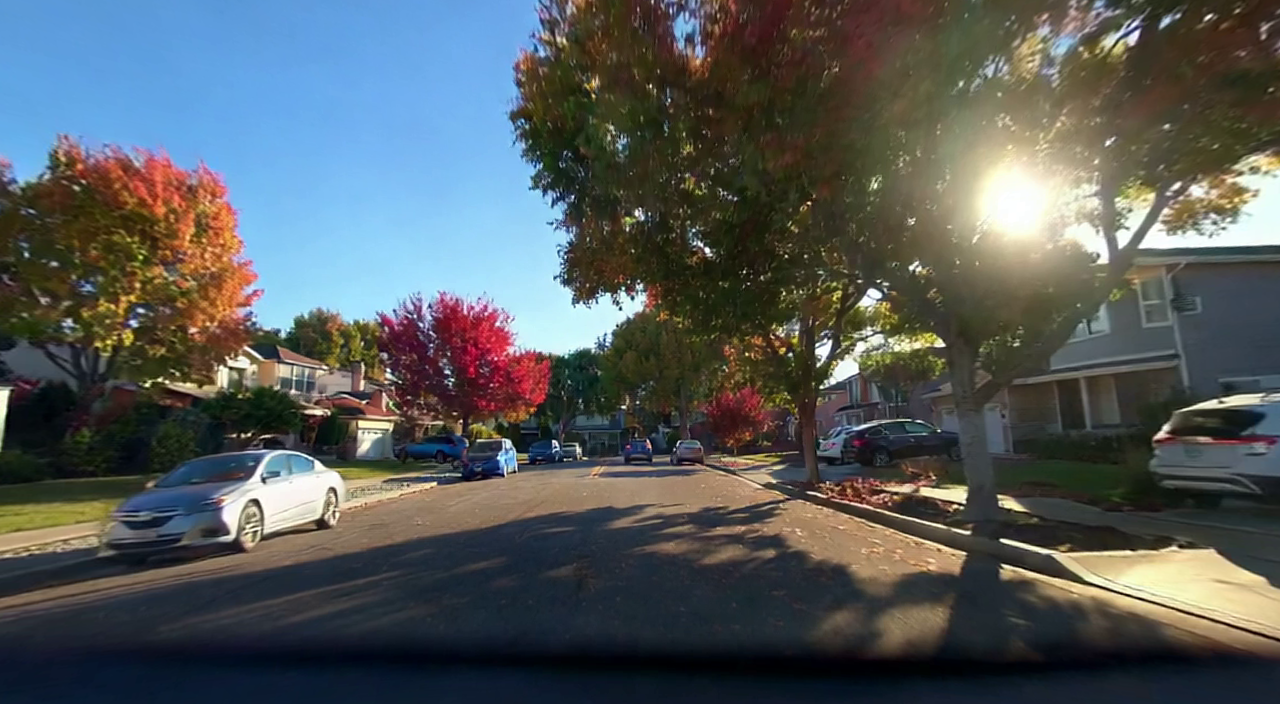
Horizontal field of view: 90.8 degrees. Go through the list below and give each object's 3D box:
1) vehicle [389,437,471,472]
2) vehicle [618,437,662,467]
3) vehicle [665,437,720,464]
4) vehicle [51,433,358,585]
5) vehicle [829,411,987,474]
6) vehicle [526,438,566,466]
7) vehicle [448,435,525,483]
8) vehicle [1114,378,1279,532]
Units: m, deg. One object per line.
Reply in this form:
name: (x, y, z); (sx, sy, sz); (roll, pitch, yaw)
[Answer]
vehicle: (-12.953, 6.337, 39.149); (4.461, 1.717, 1.936); (-4, -7, -5)
vehicle: (-0.080, 5.273, 33.494); (2.192, 1.474, 4.192); (0, -9, -2)
vehicle: (3.083, 5.934, 38.078); (2.429, 1.502, 4.474); (1, -9, -7)
vehicle: (-6.110, 2.133, 9.600); (2.007, 1.662, 3.951); (-2, -7, -2)
vehicle: (9.868, 3.354, 23.516); (4.813, 1.914, 2.041); (-3, -9, -4)
vehicle: (-6.743, 7.273, 45.853); (2.235, 1.851, 4.662); (-2, -9, -1)
vehicle: (-6.533, 4.562, 27.426); (2.254, 1.773, 4.795); (-2, -7, -2)
vehicle: (10.071, 1.270, 8.932); (4.908, 1.846, 2.143); (-4, -9, -2)
